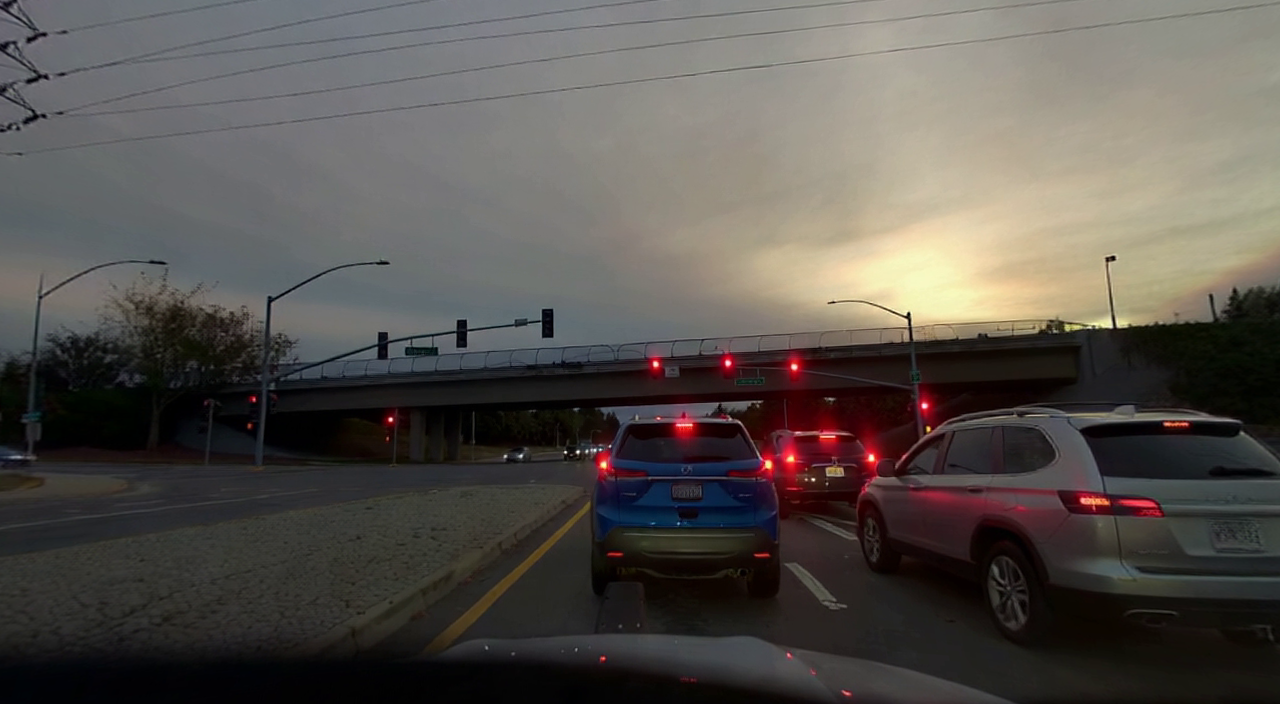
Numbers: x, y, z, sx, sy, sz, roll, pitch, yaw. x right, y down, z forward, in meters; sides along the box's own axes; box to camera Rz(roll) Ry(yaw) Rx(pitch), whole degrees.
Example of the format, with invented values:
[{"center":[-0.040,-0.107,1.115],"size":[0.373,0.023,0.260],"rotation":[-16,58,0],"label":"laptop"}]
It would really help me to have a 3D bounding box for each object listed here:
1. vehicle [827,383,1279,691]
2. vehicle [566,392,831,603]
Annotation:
[{"center":[3.410,1.336,5.786],"size":[1.990,1.649,4.625],"rotation":[0,-8,0],"label":"vehicle"},{"center":[0.451,1.555,7.613],"size":[2.240,1.778,4.335],"rotation":[0,-8,-1],"label":"vehicle"}]
